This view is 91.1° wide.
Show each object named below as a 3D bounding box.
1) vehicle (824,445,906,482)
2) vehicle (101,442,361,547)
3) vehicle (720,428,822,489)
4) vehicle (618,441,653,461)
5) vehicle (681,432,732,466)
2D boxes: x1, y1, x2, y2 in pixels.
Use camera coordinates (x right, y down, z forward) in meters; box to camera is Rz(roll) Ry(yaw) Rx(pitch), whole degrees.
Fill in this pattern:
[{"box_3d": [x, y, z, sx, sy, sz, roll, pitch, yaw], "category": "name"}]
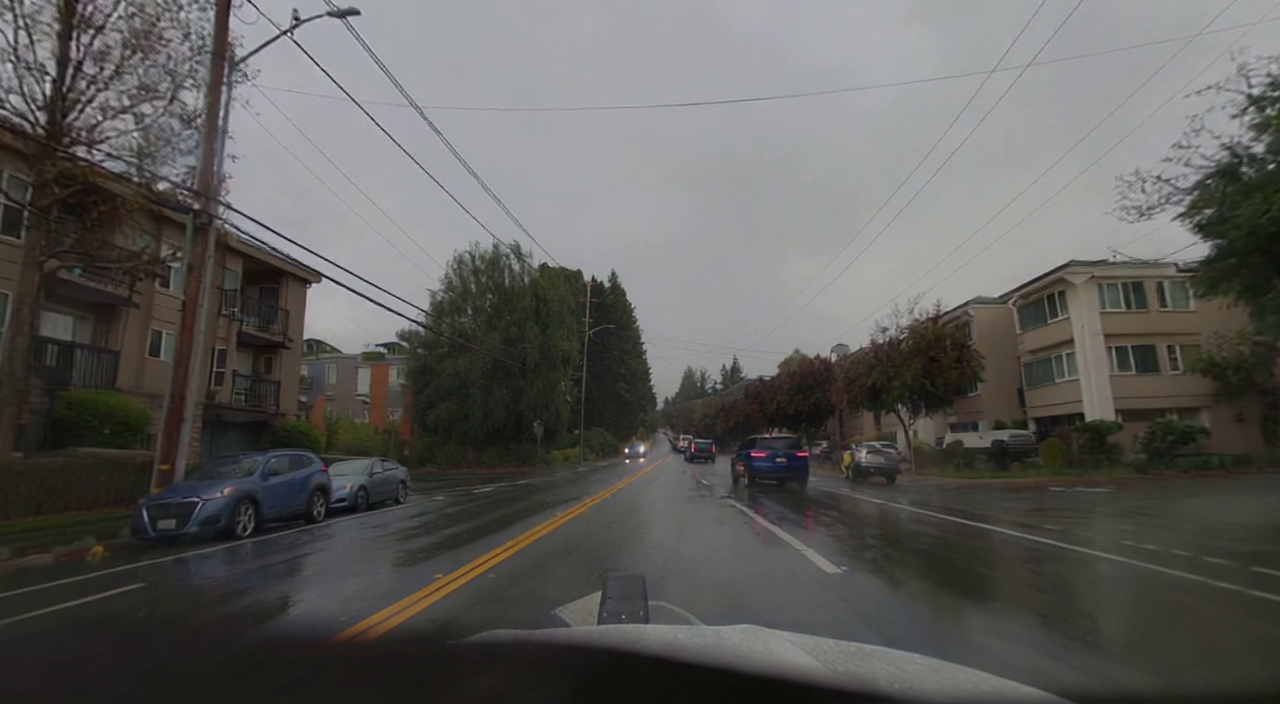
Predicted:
[{"box_3d": [9.789, 4.855, 27.752, 1.935, 1.478, 4.711, 0, -8, 1], "category": "vehicle"}, {"box_3d": [-8.276, 2.860, 13.468, 2.381, 1.825, 4.652, 0, -8, 0], "category": "vehicle"}, {"box_3d": [4.093, 3.428, 20.529, 2.306, 1.719, 4.805, 0, -8, 0], "category": "vehicle"}, {"box_3d": [-0.307, 7.467, 47.401, 2.155, 1.436, 4.501, -1, -8, 5], "category": "vehicle"}, {"box_3d": [3.871, 5.736, 37.306, 2.368, 1.840, 4.896, 0, -8, -1], "category": "vehicle"}]
